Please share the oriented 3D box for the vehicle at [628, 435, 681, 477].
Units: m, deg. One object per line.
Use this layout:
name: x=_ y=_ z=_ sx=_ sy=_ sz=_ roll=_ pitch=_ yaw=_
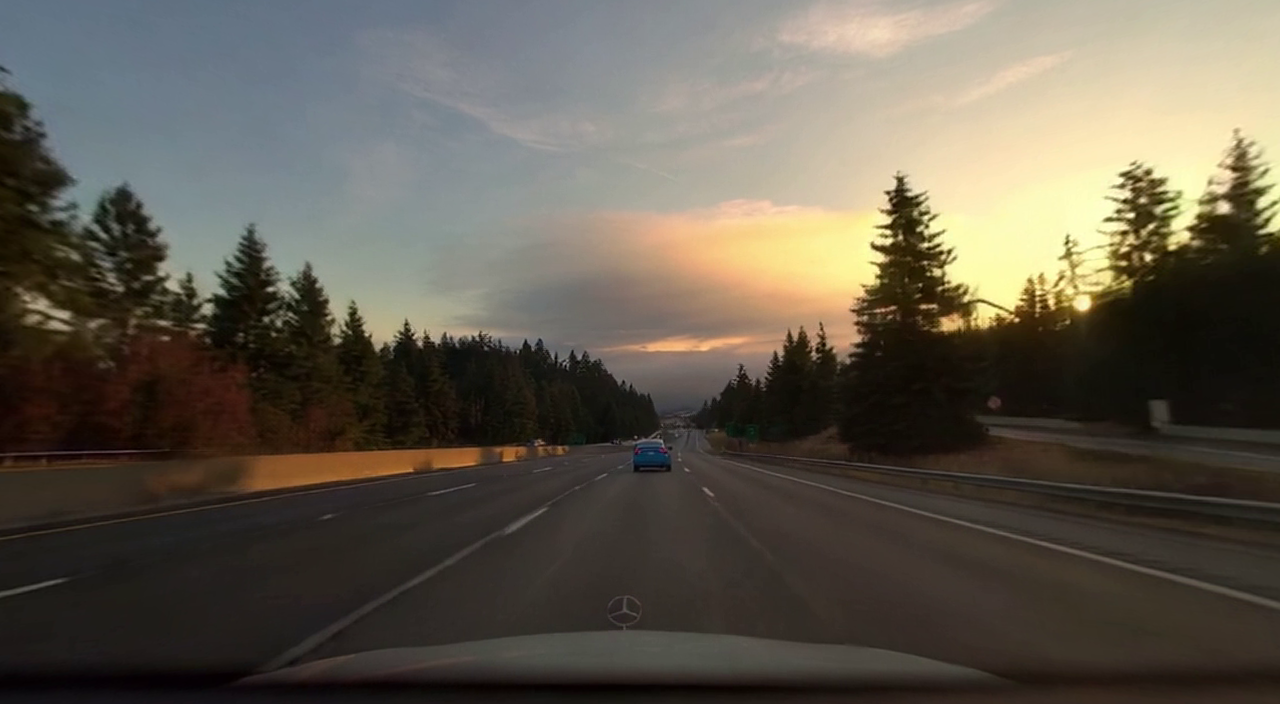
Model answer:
vehicle: x=0.703 y=4.484 z=27.363 sx=2.133 sy=1.686 sz=4.203 roll=-1 pitch=-8 yaw=3
